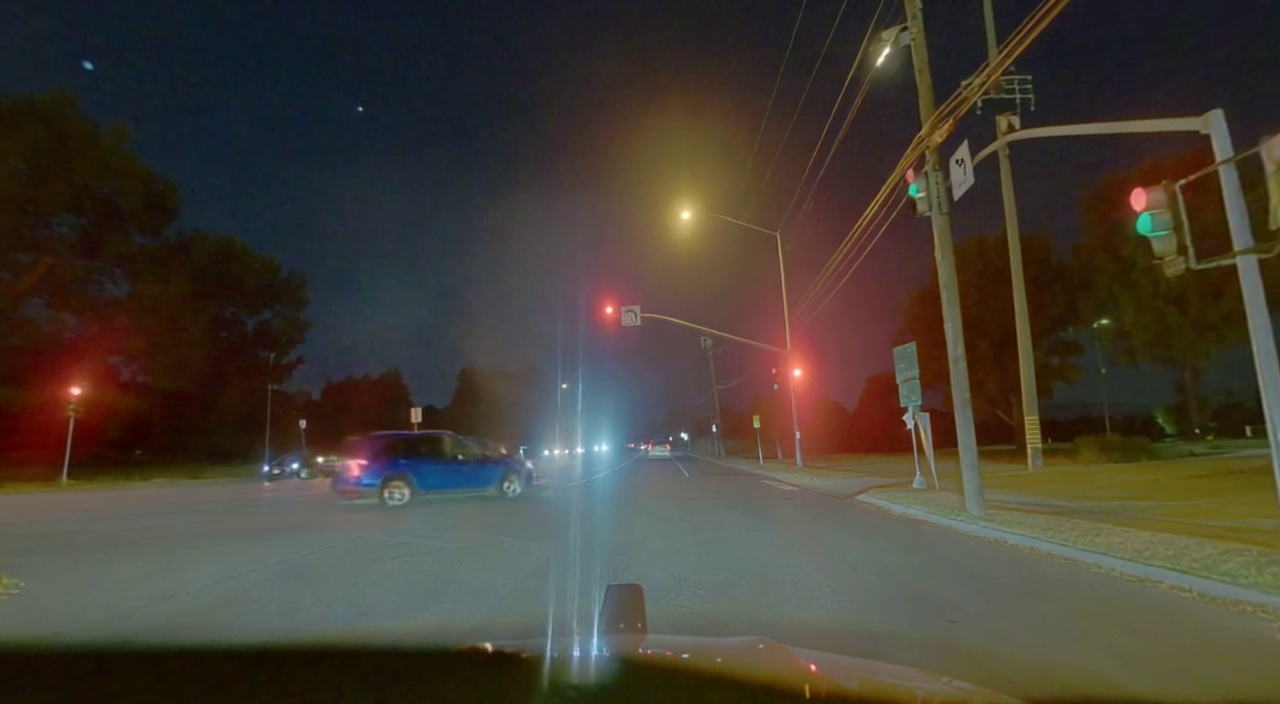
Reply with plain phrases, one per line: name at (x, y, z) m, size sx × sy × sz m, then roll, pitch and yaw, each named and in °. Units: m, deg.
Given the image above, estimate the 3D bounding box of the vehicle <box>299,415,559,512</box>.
vehicle at (-5.030, 2.740, 15.994) m, size 2.137 × 1.986 × 5.930 m, roll -7°, pitch -11°, yaw 40°

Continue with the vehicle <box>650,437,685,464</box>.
vehicle at (1.809, 6.673, 42.631) m, size 2.051 × 1.666 × 4.607 m, roll 0°, pitch -8°, yaw -1°

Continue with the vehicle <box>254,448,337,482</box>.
vehicle at (-17.130, 5.627, 31.430) m, size 1.942 × 1.477 × 3.957 m, roll -4°, pitch -9°, yaw 0°
